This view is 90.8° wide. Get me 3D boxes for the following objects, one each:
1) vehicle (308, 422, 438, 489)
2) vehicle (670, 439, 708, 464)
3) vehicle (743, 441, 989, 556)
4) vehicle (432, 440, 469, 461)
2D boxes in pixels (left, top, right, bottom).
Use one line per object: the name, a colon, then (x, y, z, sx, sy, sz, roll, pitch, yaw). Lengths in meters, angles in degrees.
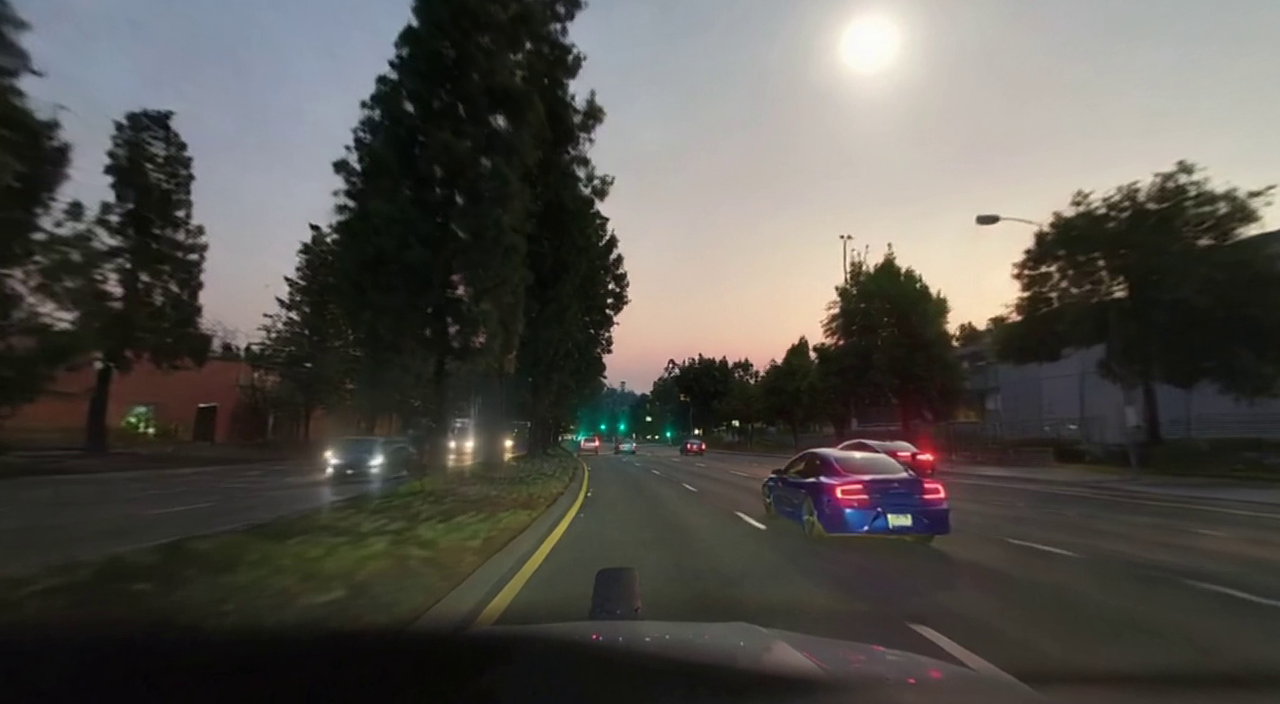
vehicle: (-7.592, 3.010, 18.535, 2.065, 1.712, 4.349, 0, -9, -3)
vehicle: (3.446, 7.087, 45.169, 1.931, 1.685, 4.054, 1, -9, -8)
vehicle: (3.081, 2.082, 9.810, 1.990, 1.347, 4.388, 0, -9, -3)
vehicle: (-14.360, 7.477, 48.095, 1.921, 1.472, 4.550, 1, -9, -6)
